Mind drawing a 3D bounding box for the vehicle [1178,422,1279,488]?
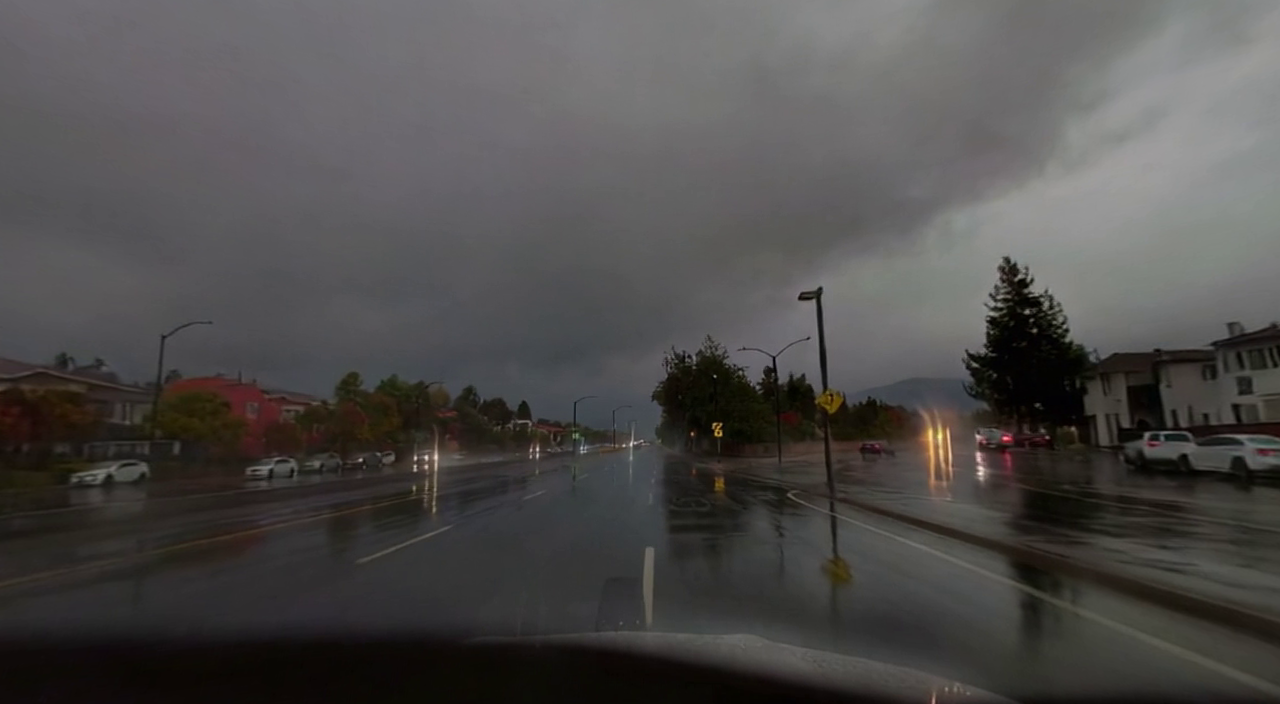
[{"bbox_3d":[19.142,3.149,19.489,1.992,1.795,4.849,-3,-9,17],"label":"vehicle"}]

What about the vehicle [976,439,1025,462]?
[{"bbox_3d":[25.705,6.996,44.937,1.859,1.528,4.455,-8,-12,43],"label":"vehicle"}]

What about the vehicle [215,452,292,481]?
[{"bbox_3d":[-26.193,7.748,43.073,2.037,1.762,4.834,0,-8,2],"label":"vehicle"}]

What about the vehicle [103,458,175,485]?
[{"bbox_3d":[-31.912,7.597,40.367,1.673,1.495,3.659,0,-7,-2],"label":"vehicle"}]
